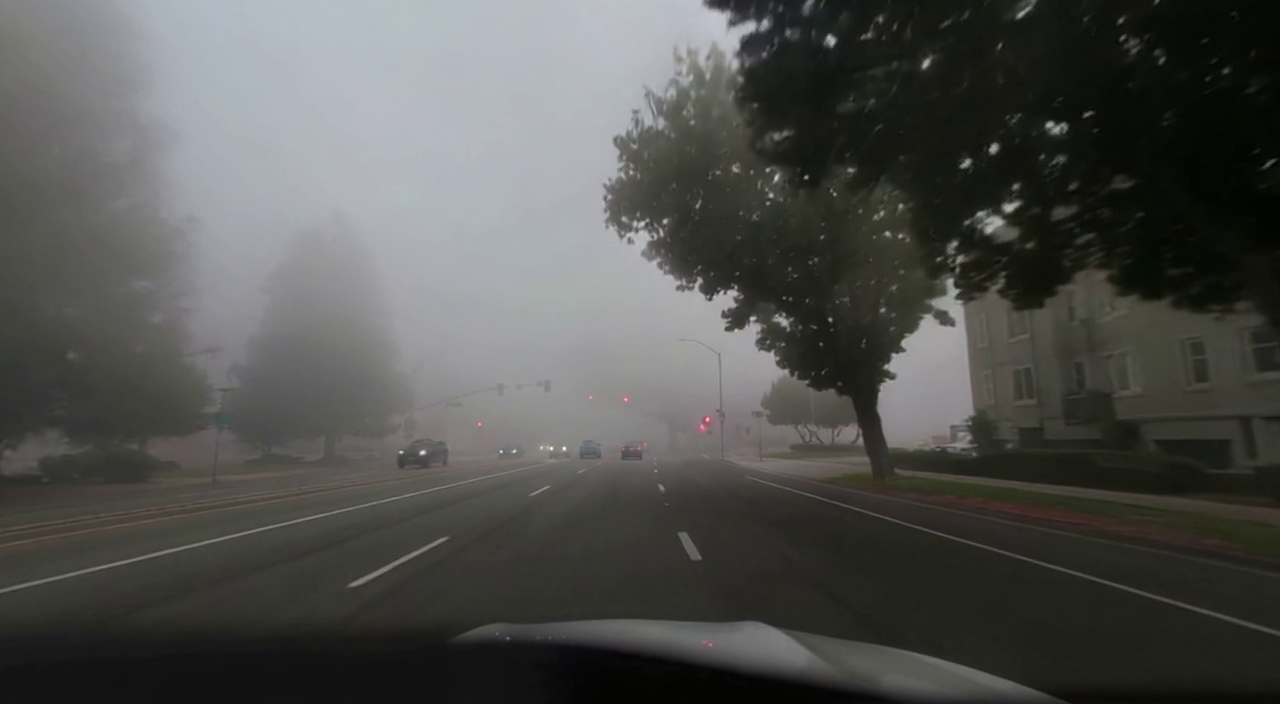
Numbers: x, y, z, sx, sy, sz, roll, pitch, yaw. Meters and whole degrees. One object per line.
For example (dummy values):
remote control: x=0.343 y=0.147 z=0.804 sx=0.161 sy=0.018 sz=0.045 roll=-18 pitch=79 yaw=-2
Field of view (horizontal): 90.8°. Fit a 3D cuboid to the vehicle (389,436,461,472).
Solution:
vehicle: x=-12.022 y=5.732 z=35.720 sx=2.184 sy=1.812 sz=5.245 roll=0 pitch=-9 yaw=0
